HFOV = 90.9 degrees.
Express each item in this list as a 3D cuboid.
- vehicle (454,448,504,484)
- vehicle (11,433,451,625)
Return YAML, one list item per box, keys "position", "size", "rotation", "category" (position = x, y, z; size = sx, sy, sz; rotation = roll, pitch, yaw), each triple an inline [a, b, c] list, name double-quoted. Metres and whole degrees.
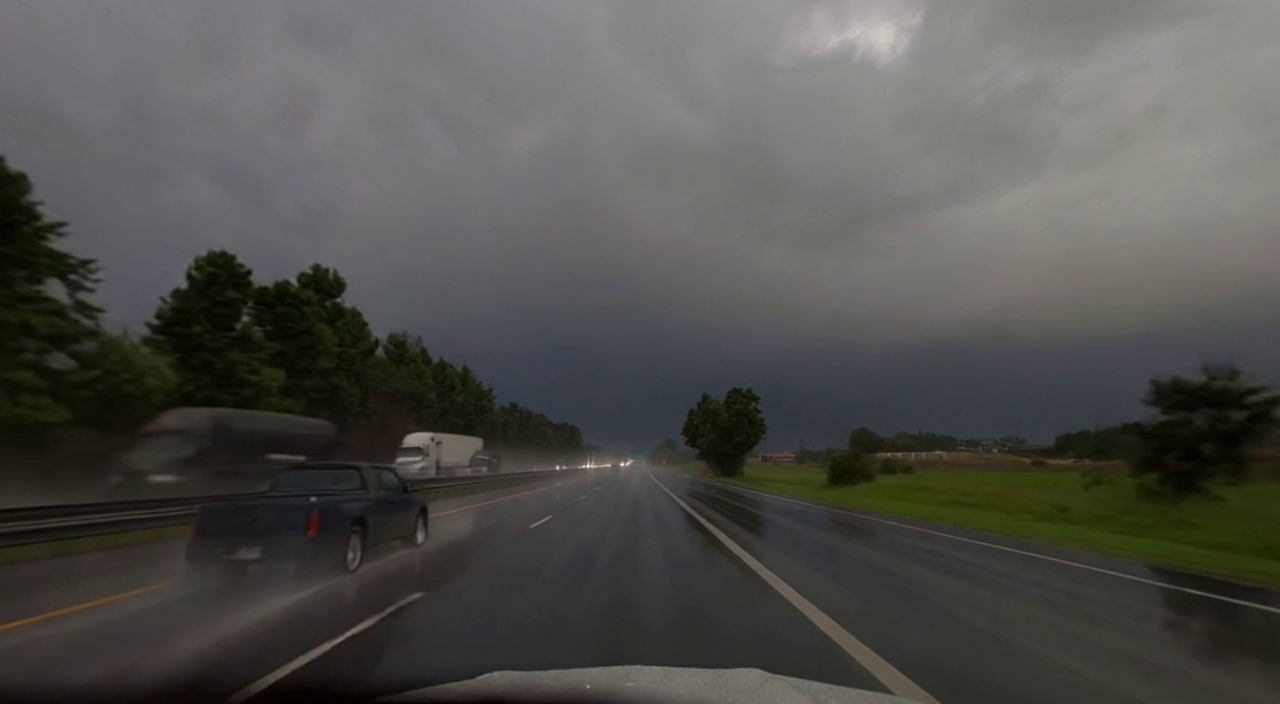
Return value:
- position: [-12.557, 8.988, 49.579]
  size: [2.237, 2.599, 5.741]
  rotation: [0, -10, 1]
  category: "vehicle"
- position: [-3.945, 1.818, 7.312]
  size: [2.043, 1.486, 4.442]
  rotation: [0, -10, 1]
  category: "vehicle"
